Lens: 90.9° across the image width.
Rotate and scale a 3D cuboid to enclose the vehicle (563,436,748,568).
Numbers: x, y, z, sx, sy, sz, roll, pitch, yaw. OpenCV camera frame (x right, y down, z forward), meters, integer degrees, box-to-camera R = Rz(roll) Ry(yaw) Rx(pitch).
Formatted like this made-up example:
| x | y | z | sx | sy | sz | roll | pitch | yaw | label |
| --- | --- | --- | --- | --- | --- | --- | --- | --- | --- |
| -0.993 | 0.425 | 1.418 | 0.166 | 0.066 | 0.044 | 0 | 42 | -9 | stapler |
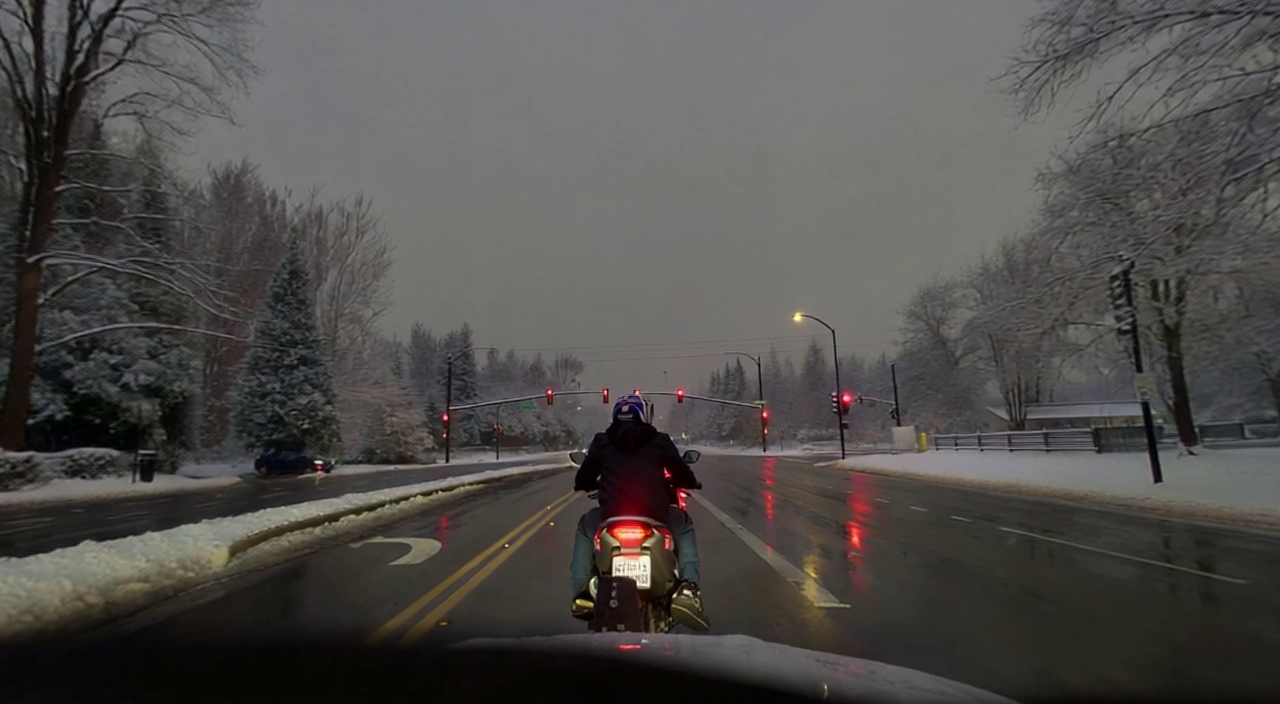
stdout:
| x | y | z | sx | sy | sz | roll | pitch | yaw | label |
| --- | --- | --- | --- | --- | --- | --- | --- | --- | --- |
| 0.131 | 2.024 | 9.424 | 2.093 | 1.450 | 4.437 | 0 | -8 | -1 | vehicle |
